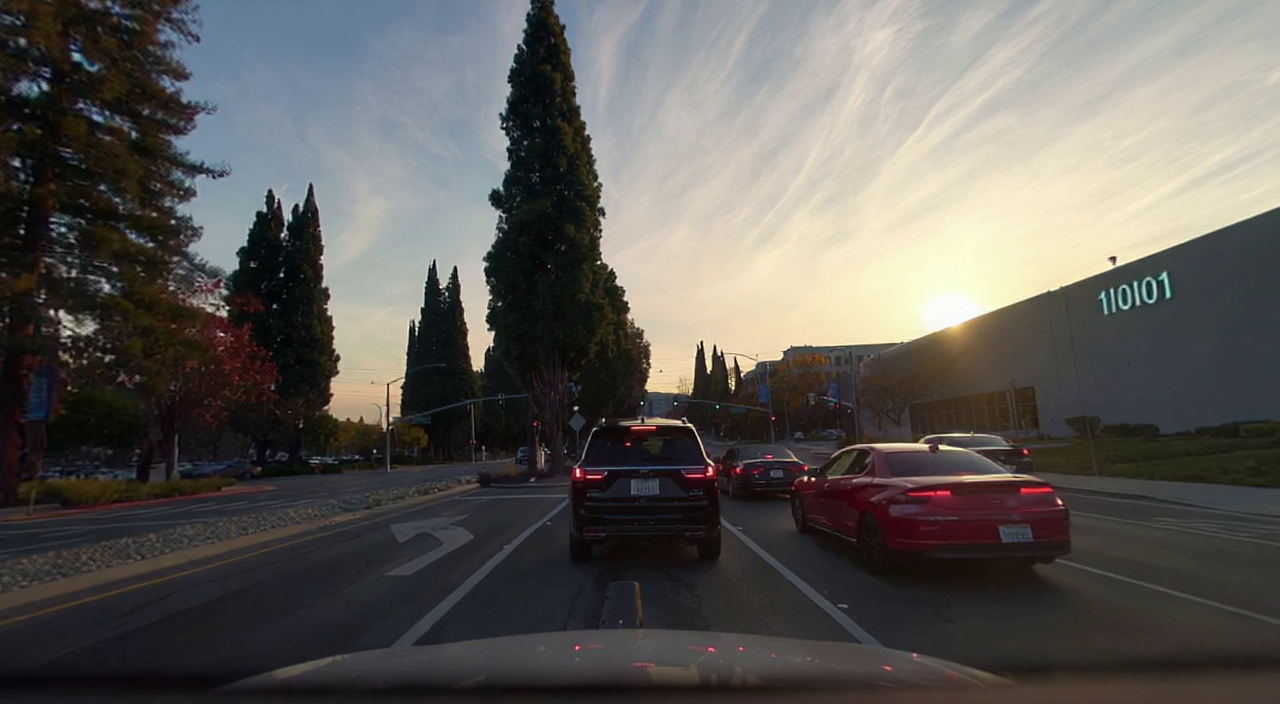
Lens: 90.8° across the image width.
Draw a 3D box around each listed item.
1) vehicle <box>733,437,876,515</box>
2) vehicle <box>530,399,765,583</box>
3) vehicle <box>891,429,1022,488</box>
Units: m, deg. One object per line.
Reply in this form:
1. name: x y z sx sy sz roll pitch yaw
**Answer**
1. vehicle: 3.492 2.716 14.386 1.997 1.471 4.321 0 -9 -1
2. vehicle: 0.062 1.657 8.255 2.266 1.762 4.131 0 -9 0
3. vehicle: 10.854 3.697 22.127 2.123 1.812 4.553 0 -9 -1
